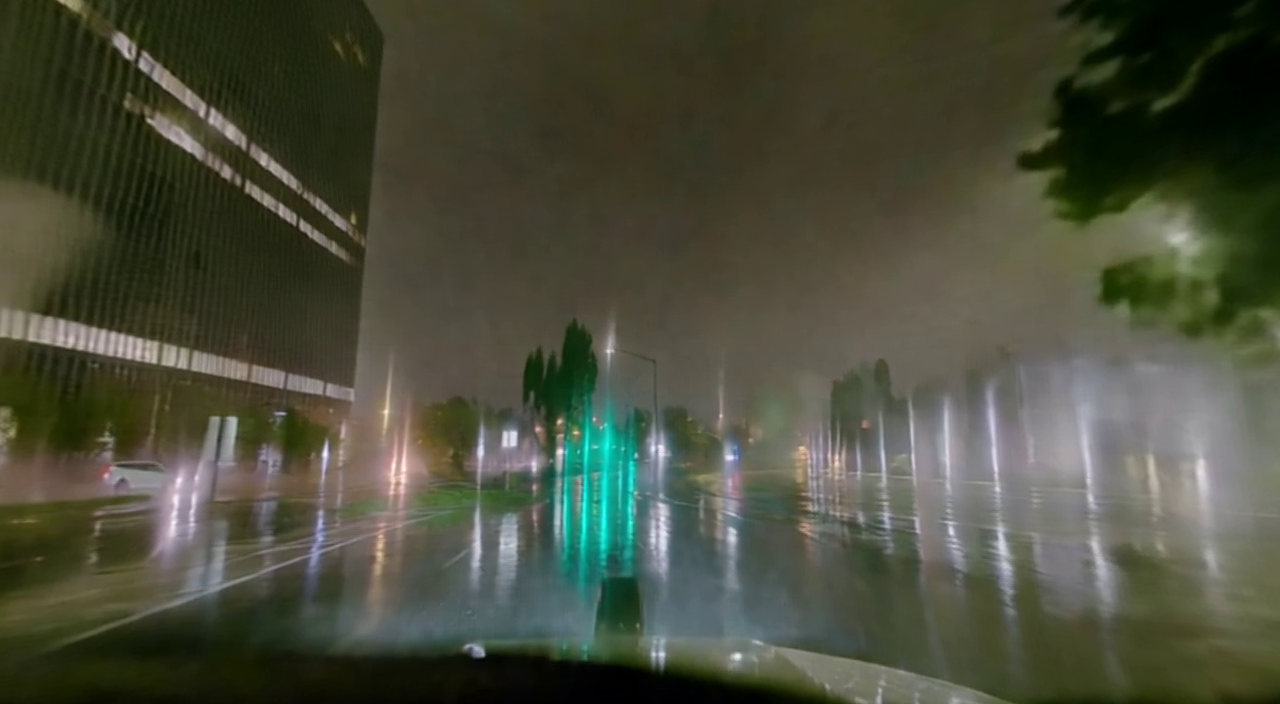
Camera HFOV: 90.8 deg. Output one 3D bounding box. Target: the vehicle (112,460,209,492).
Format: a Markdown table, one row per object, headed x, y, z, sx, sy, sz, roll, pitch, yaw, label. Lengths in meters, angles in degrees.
| x | y | z | sx | sy | sz | roll | pitch | yaw | label |
| --- | --- | --- | --- | --- | --- | --- | --- | --- | --- |
| -28.919 | 7.458 | 38.123 | 4.473 | 1.778 | 2.125 | -2 | -9 | 13 | vehicle |
